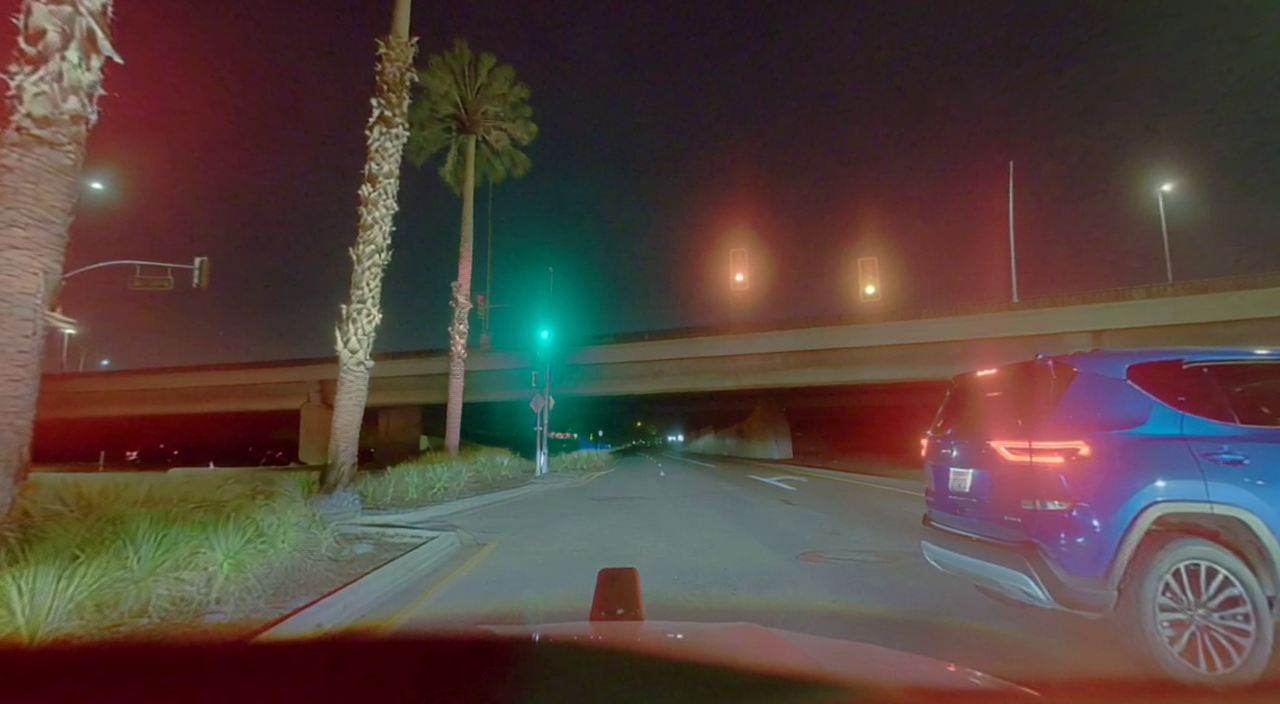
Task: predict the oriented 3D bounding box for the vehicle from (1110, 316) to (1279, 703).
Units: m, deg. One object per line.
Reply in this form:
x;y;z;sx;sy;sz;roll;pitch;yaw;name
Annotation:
3.452;0.515;0.797;2.028;1.770;4.737;0;-9;0;vehicle

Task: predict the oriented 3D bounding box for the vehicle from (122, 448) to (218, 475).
-26.553;6.169;35.758;1.830;1.443;4.551;0;-9;2;vehicle

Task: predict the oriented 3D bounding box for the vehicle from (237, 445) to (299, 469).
-26.260;7.418;44.563;1.941;1.631;4.017;0;-9;0;vehicle
